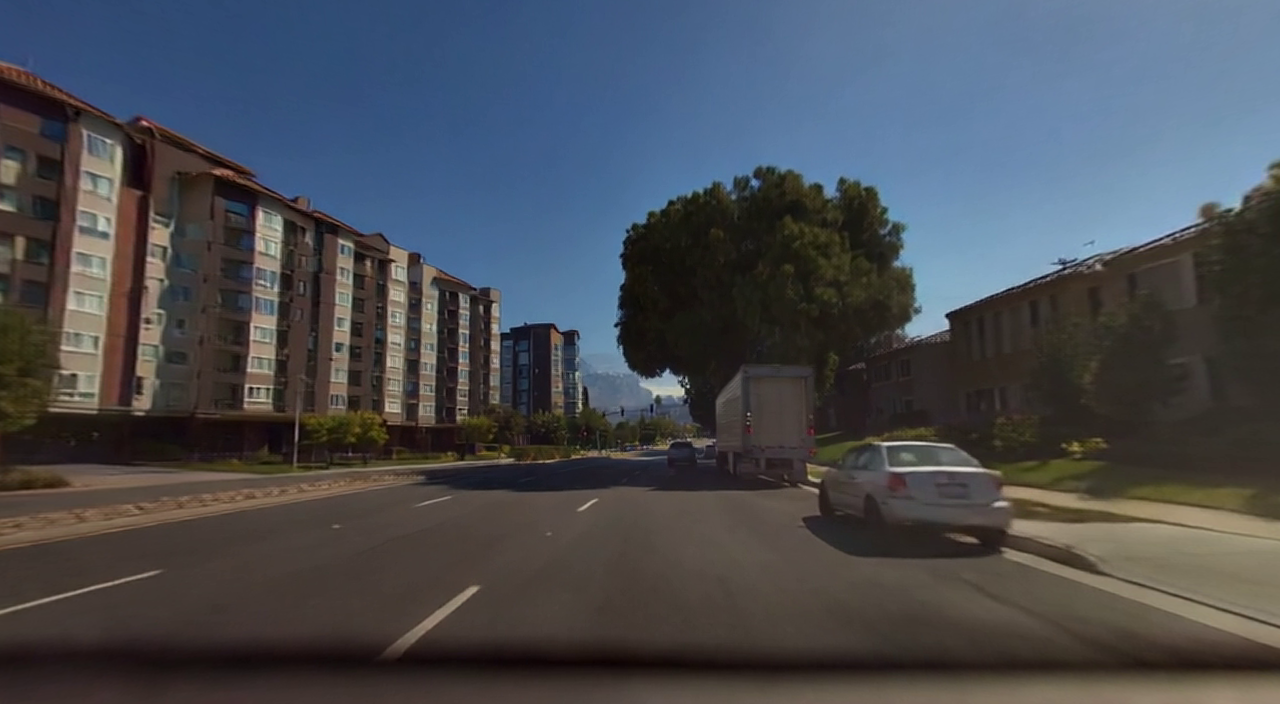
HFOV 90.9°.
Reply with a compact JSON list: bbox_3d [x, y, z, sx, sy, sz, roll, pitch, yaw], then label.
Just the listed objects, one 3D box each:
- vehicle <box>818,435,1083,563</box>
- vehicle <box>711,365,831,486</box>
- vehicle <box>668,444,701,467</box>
[{"bbox_3d":[4.295,2.065,9.756,1.884,1.472,4.650,0,-8,2],"label":"vehicle"},{"bbox_3d":[5.032,3.378,27.401,3.157,3.982,13.307,0,-8,3],"label":"vehicle"},{"bbox_3d":[2.915,6.664,40.653,1.871,1.370,4.206,-1,-9,7],"label":"vehicle"}]
